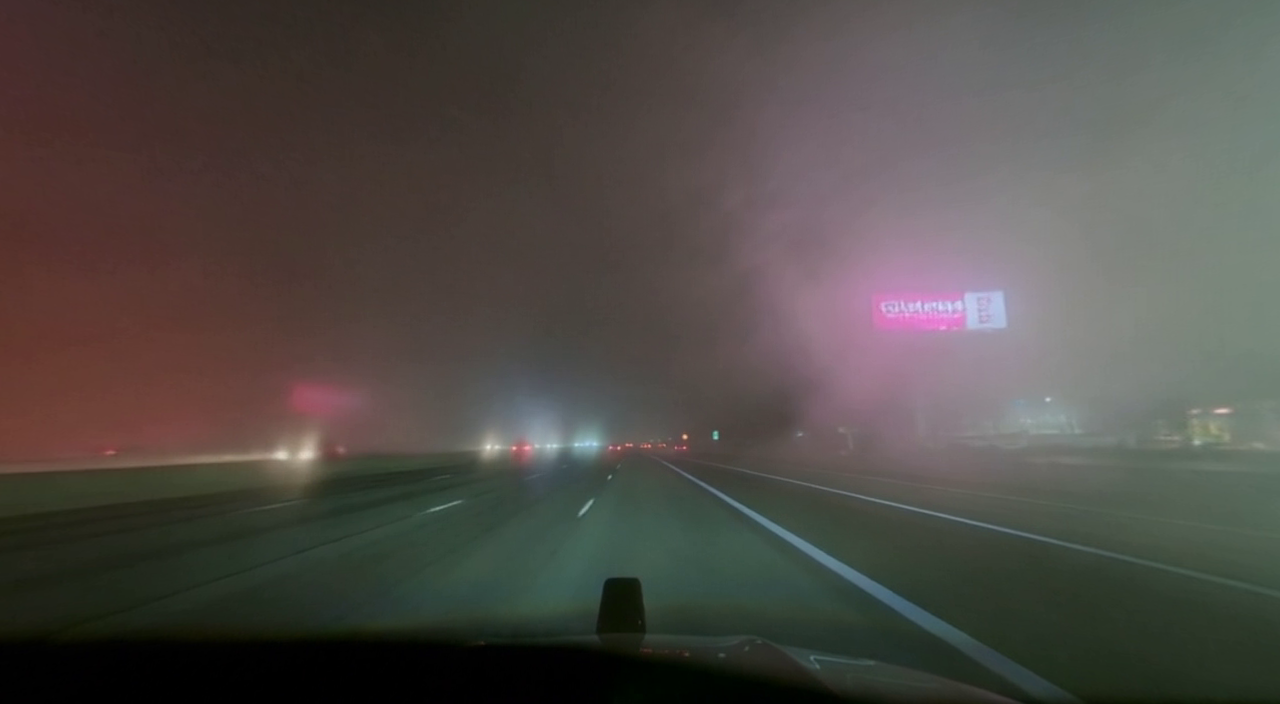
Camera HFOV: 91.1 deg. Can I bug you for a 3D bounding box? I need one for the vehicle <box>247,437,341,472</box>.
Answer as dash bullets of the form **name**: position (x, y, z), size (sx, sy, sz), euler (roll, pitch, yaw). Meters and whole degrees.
- **vehicle**: position (-18.837, 5.600, 34.560), size (2.091, 1.748, 5.346), euler (0, -9, 1)
